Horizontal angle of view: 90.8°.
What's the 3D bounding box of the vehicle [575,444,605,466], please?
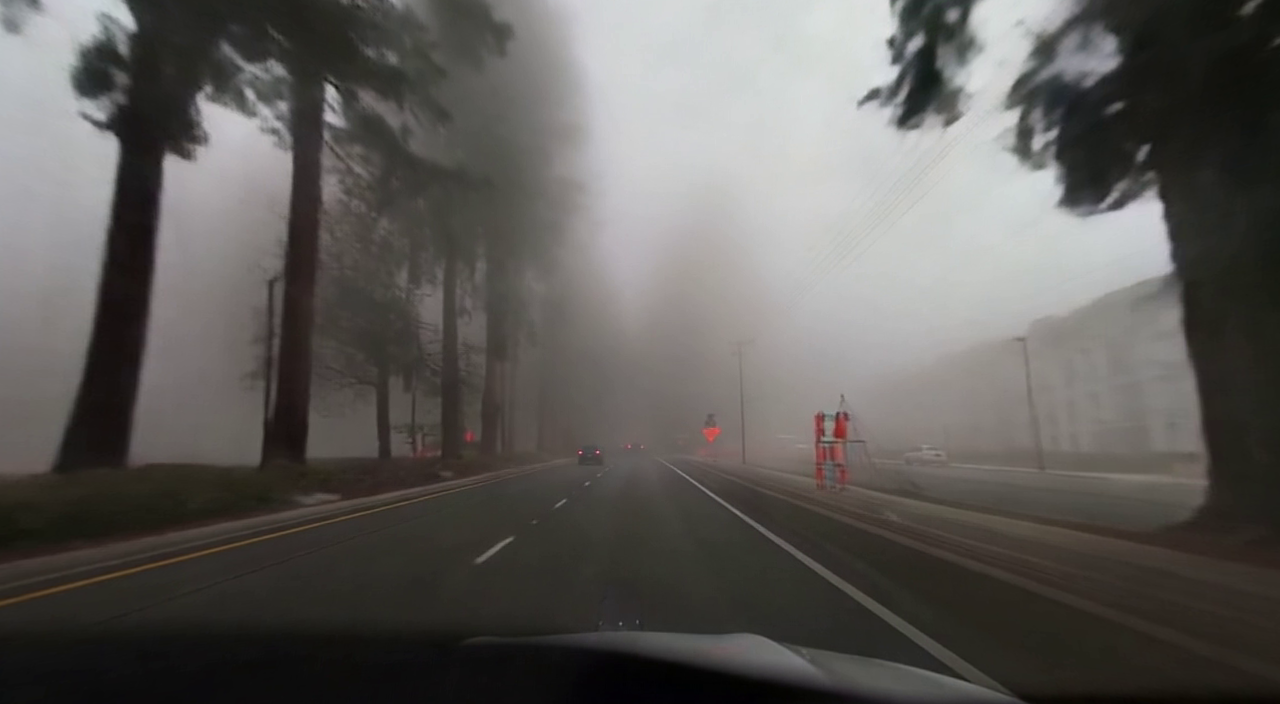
[{"bbox_3d":[-3.828,7.971,49.149,1.992,1.608,3.868,0,-9,1],"label":"vehicle"}]
